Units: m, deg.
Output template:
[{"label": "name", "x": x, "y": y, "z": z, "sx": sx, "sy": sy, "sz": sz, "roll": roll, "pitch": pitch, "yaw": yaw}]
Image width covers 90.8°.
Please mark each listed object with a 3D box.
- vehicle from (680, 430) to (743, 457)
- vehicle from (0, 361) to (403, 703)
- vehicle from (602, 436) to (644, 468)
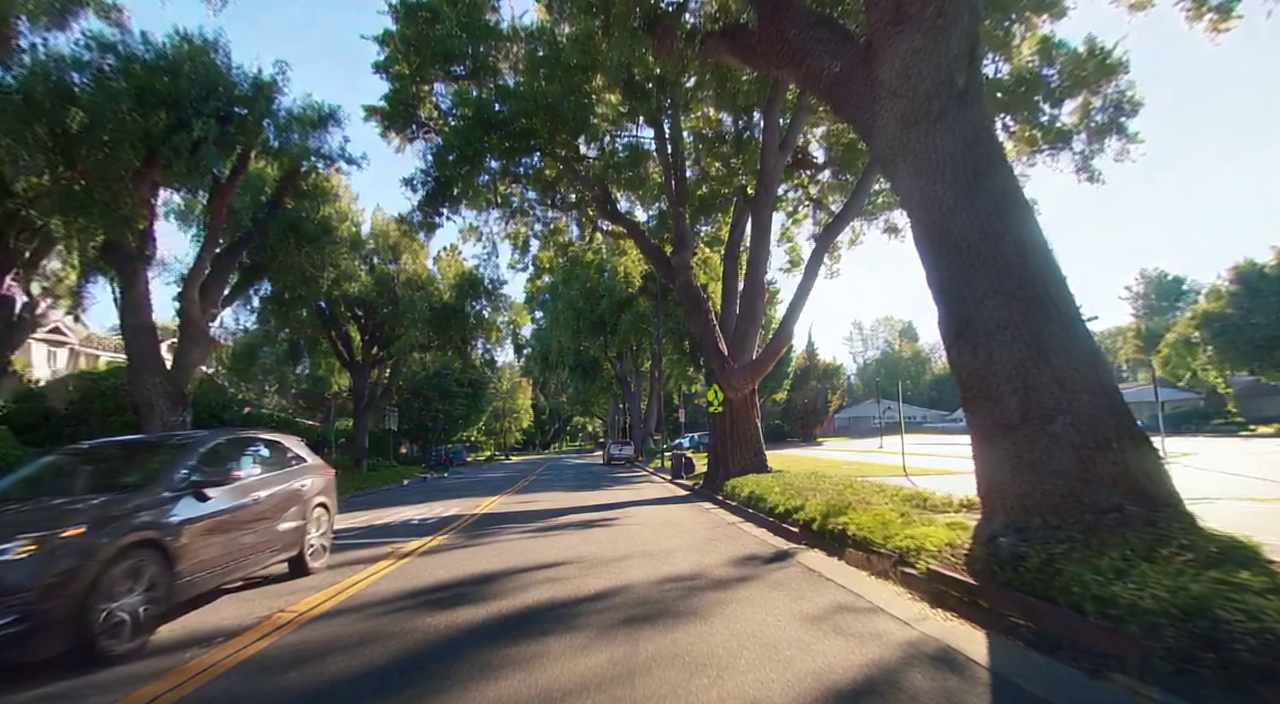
[{"label": "vehicle", "x": 5.393, "y": 6.795, "z": 47.281, "sx": 4.390, "sy": 1.696, "sz": 1.954, "roll": 1, "pitch": -8, "yaw": -36}, {"label": "vehicle", "x": -4.153, "y": 1.308, "z": 5.763, "sx": 2.153, "sy": 1.799, "sz": 5.026, "roll": 0, "pitch": -8, "yaw": -2}, {"label": "vehicle", "x": -1.084, "y": 5.963, "z": 37.784, "sx": 2.204, "sy": 1.776, "sz": 4.262, "roll": 1, "pitch": -8, "yaw": -6}]
